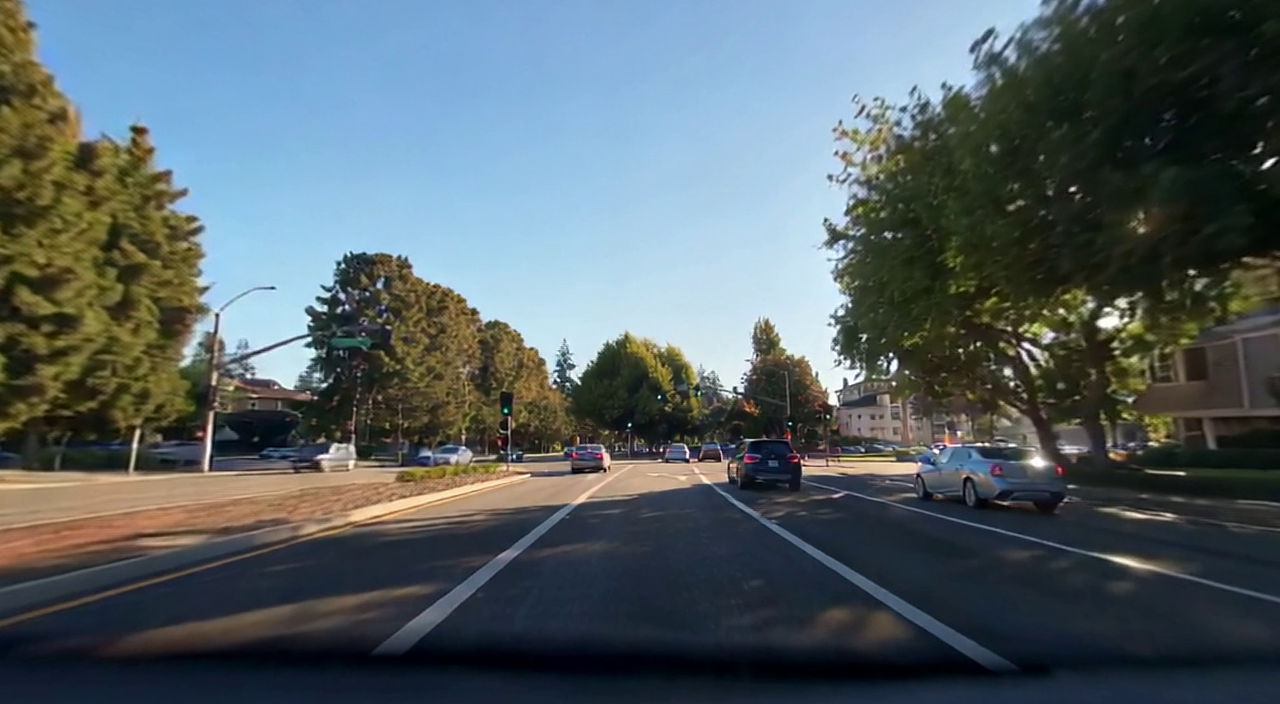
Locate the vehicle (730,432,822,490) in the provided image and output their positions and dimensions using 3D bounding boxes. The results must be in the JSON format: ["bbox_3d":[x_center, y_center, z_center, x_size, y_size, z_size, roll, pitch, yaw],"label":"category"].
[{"bbox_3d":[4.634,3.800,22.321,2.209,1.813,4.724,0,-8,0],"label":"vehicle"}]

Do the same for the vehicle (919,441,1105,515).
[{"bbox_3d":[8.467,2.864,14.914,1.949,1.492,4.103,0,-8,1],"label":"vehicle"}]

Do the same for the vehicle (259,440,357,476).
[{"bbox_3d":[-15.094,4.833,29.039,1.907,1.493,4.433,0,-8,3],"label":"vehicle"}]

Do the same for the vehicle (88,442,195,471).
[{"bbox_3d":[-30.745,6.439,39.139,4.661,1.711,1.992,3,-8,-16],"label":"vehicle"}]

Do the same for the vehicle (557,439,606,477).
[{"bbox_3d":[-2.950,5.510,33.007,2.258,1.812,4.650,0,-8,-2],"label":"vehicle"}]

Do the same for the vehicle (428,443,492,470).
[{"bbox_3d":[-10.700,6.240,37.900,2.261,1.477,4.490,0,-8,3],"label":"vehicle"}]

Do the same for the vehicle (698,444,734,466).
[{"bbox_3d":[5.262,7.191,44.287,2.064,1.474,4.389,0,-8,2],"label":"vehicle"}]
